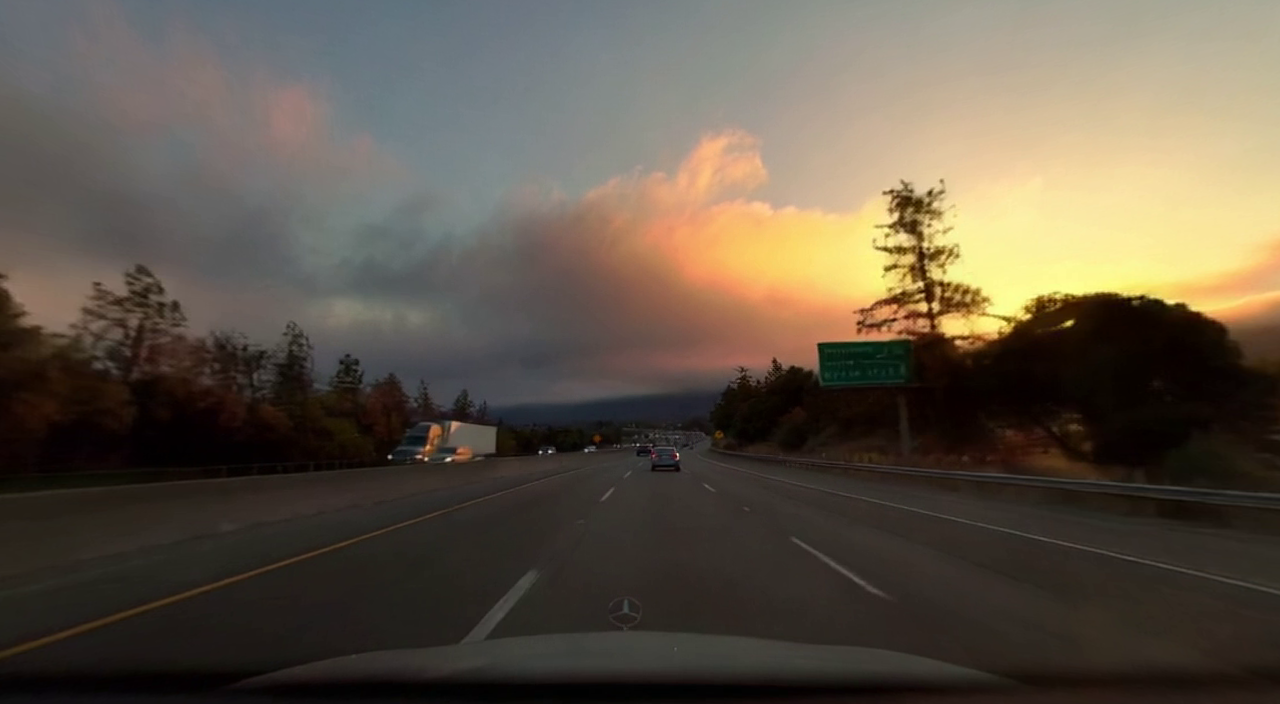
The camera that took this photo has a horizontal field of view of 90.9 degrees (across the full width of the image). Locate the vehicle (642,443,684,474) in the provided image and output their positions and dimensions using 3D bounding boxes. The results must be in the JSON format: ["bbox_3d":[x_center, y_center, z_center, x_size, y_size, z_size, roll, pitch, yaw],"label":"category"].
[{"bbox_3d":[1.265,6.125,36.489,2.231,1.652,4.503,0,-9,1],"label":"vehicle"}]
